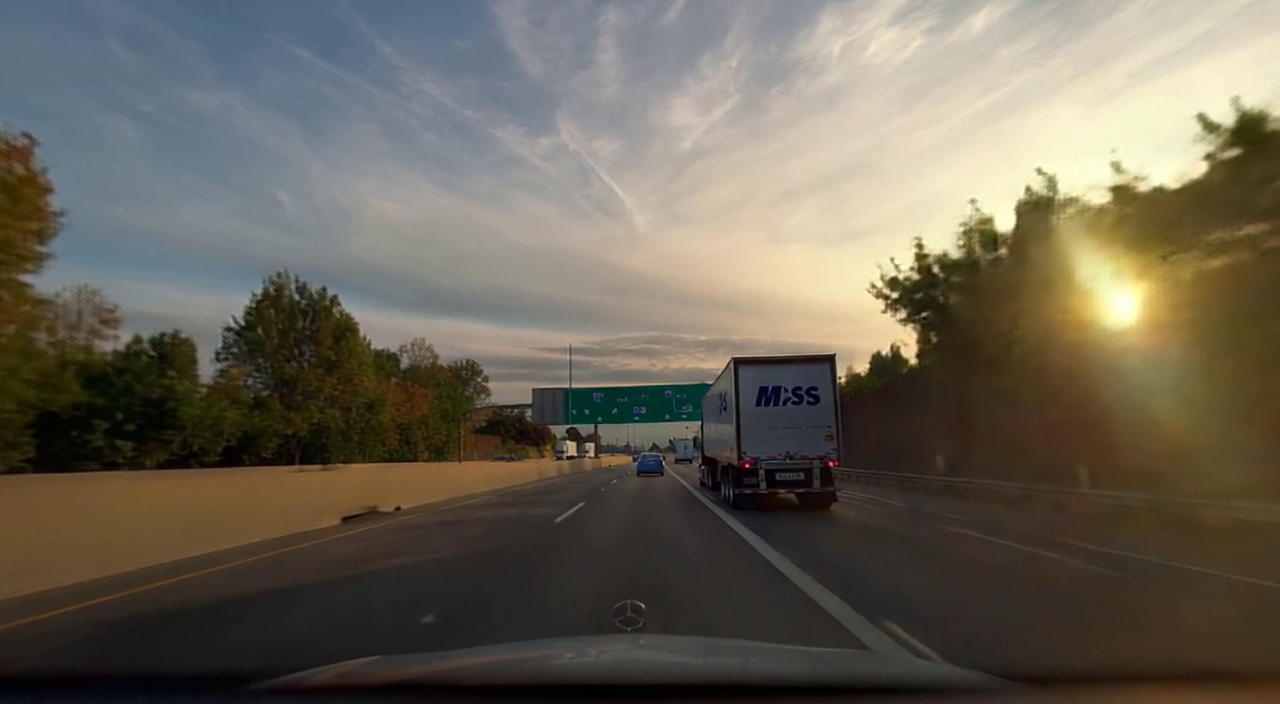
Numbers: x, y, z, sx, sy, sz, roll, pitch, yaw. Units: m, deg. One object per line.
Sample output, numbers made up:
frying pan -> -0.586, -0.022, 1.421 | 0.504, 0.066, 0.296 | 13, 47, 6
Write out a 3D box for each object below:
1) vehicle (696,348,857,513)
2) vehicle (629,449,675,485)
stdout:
vehicle -> 3.995, 3.015, 22.812 | 3.002, 4.104, 14.174 | 0, -9, 1
vehicle -> 0.583, 5.552, 30.726 | 2.121, 1.642, 3.828 | 0, -9, 1
